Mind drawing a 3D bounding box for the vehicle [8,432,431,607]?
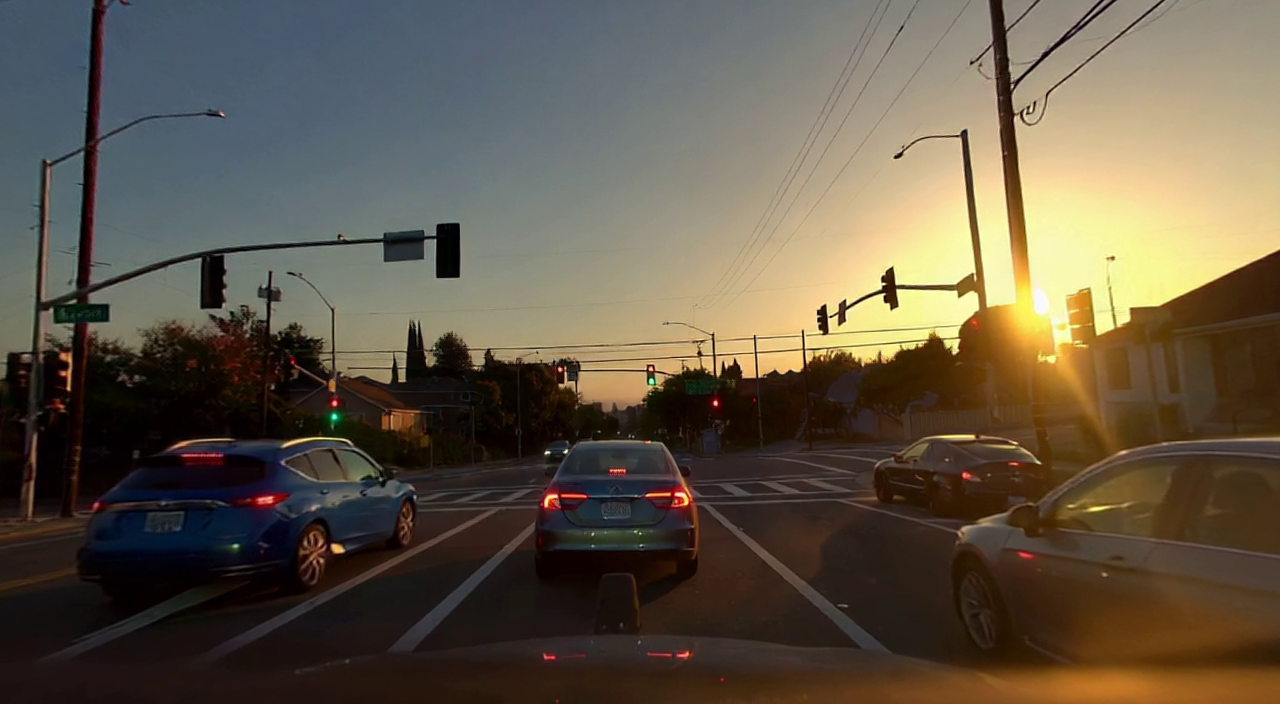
[{"bbox_3d":[-4.369,1.771,7.685,2.106,1.492,4.312,0,-8,1],"label":"vehicle"}]

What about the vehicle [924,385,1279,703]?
[{"bbox_3d":[2.925,0.932,2.474,1.860,1.494,3.707,0,-8,0],"label":"vehicle"}]

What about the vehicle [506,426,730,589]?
[{"bbox_3d":[-0.229,1.755,8.015,2.061,1.485,4.196,0,-8,-1],"label":"vehicle"}]

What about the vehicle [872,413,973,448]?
[{"bbox_3d":[15.125,4.240,33.994,4.431,1.555,1.886,-4,-9,2],"label":"vehicle"}]
